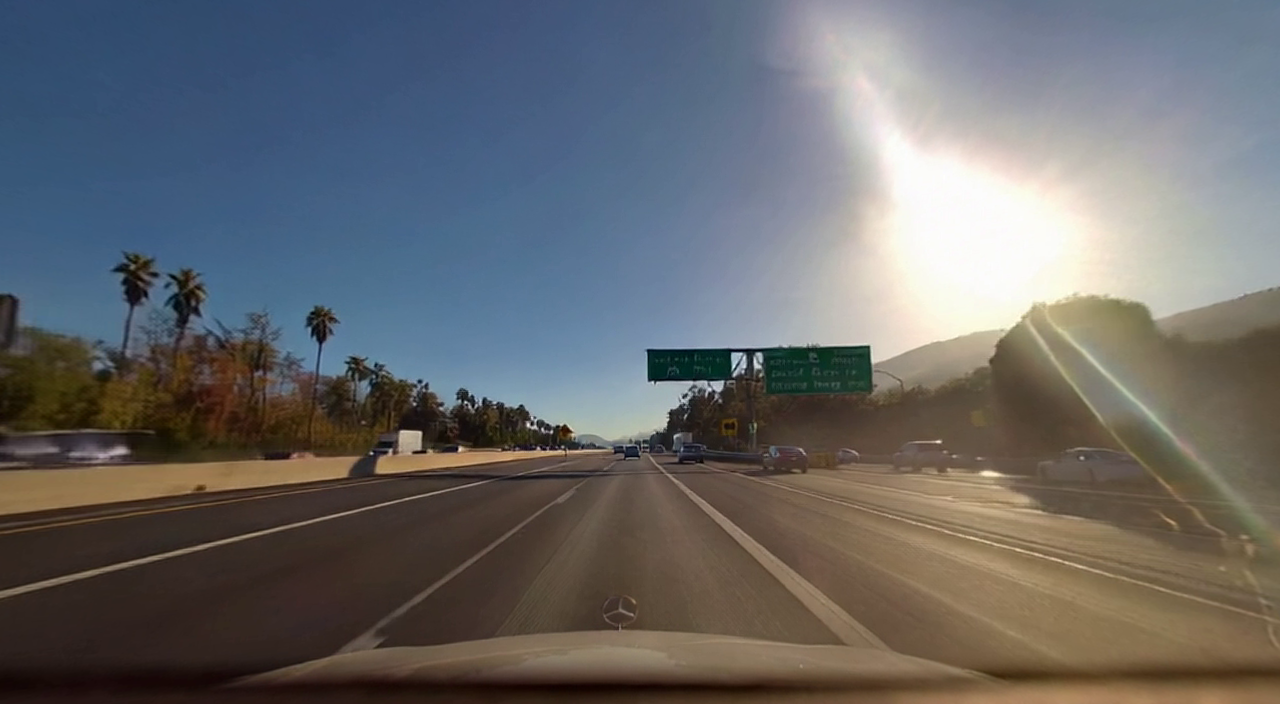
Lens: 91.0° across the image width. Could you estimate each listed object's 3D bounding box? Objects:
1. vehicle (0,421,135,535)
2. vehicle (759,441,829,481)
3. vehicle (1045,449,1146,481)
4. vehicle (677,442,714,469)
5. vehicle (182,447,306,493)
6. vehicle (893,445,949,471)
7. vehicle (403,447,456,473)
[{"bbox_3d":[-12.143,2.181,10.949,2.197,1.943,5.421,0,-9,0],"label":"vehicle"},{"bbox_3d":[6.787,4.843,28.237,1.902,1.623,4.360,0,-9,-1],"label":"vehicle"},{"bbox_3d":[22.698,5.597,31.611,1.774,1.457,4.653,0,-9,3],"label":"vehicle"},{"bbox_3d":[3.612,6.873,41.893,2.035,1.704,3.867,0,-9,-1],"label":"vehicle"},{"bbox_3d":[-15.909,4.718,25.663,1.993,1.683,4.737,0,-9,0],"label":"vehicle"},{"bbox_3d":[19.181,7.236,43.156,1.887,1.642,4.592,0,-9,3],"label":"vehicle"},{"bbox_3d":[-15.075,7.714,45.297,2.023,1.715,4.559,0,-9,2],"label":"vehicle"}]
